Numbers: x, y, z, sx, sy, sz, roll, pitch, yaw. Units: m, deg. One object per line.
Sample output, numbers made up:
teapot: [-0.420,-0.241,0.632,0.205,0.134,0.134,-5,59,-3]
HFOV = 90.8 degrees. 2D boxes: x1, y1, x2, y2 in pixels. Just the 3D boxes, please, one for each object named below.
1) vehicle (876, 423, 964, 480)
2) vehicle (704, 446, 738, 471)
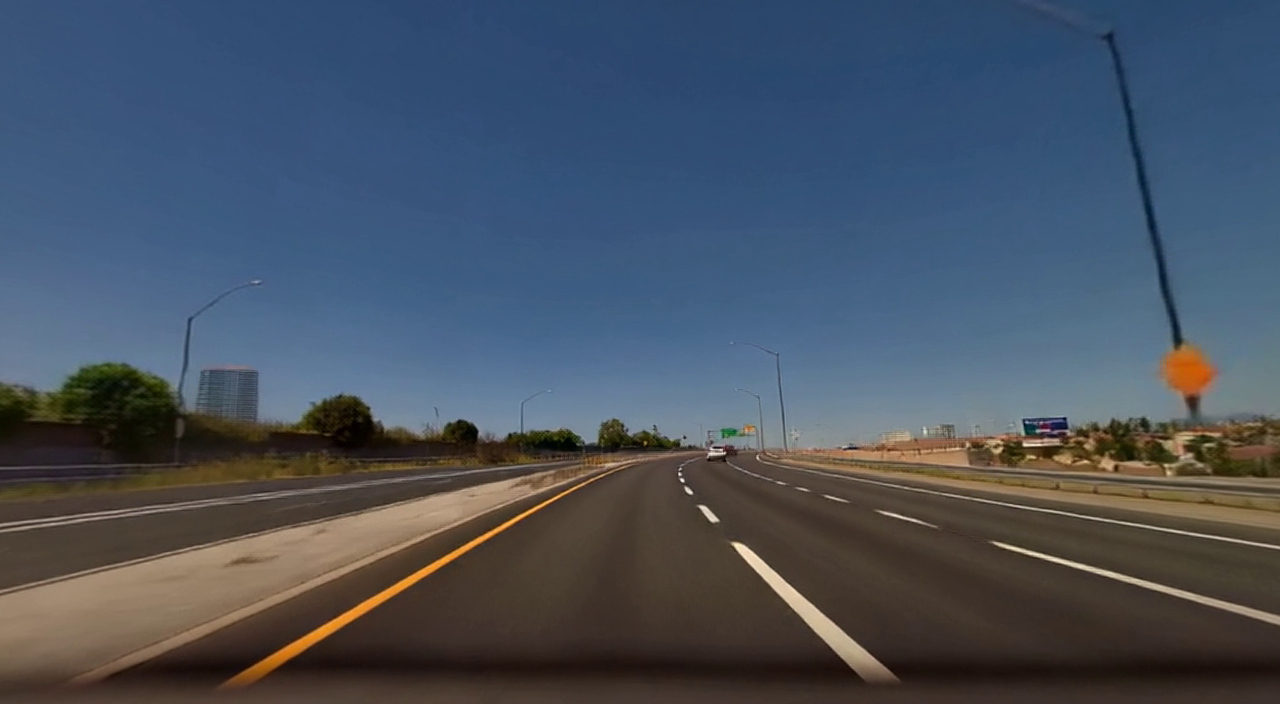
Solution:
vehicle: [13.196,4.718,30.004,3.055,2.511,2.572,-1,-9,6]
vehicle: [5.176,6.867,40.771,1.874,1.506,4.116,-1,-9,3]
